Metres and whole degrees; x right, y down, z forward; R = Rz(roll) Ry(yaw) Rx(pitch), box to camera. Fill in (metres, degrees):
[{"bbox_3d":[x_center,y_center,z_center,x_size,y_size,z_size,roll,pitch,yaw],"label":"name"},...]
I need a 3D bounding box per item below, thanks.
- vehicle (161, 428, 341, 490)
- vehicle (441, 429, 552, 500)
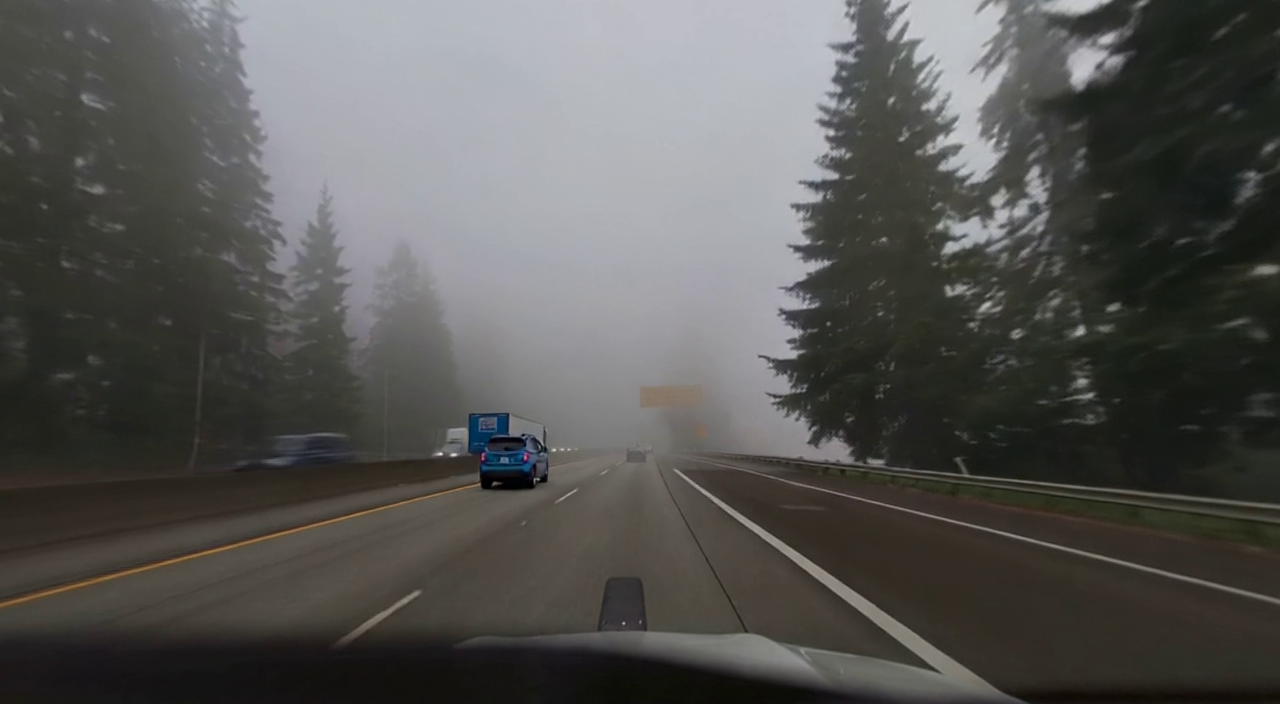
[{"bbox_3d":[-13.586,3.794,22.770,2.516,1.910,6.199,-1,-8,1],"label":"vehicle"},{"bbox_3d":[-3.949,3.172,18.212,2.084,1.752,4.479,-1,-8,1],"label":"vehicle"}]
